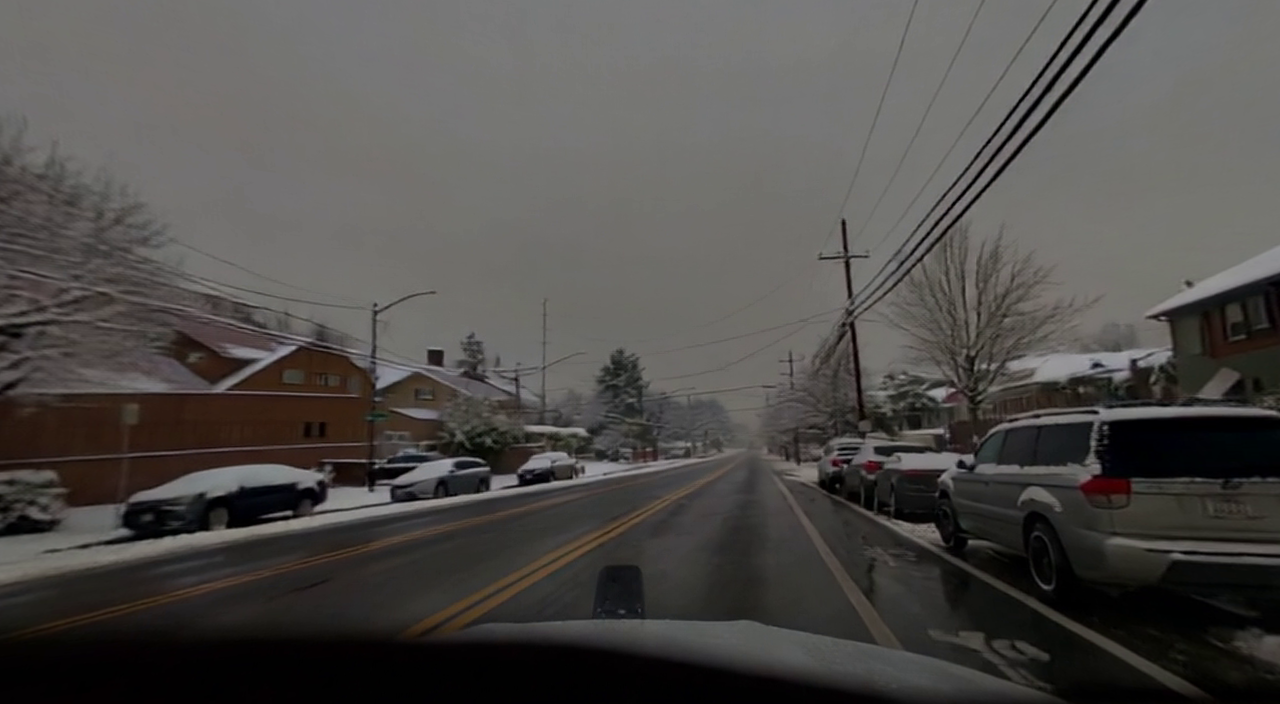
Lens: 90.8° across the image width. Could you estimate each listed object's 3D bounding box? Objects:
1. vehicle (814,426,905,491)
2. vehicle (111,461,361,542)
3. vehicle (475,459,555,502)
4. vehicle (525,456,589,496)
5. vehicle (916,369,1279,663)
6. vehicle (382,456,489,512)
[{"bbox_3d":[8.196,4.021,24.218,2.330,2.160,5.550,-2,-9,9],"label":"vehicle"},{"bbox_3d":[-9.429,3.507,15.493,2.136,1.431,5.197,-7,-11,10],"label":"vehicle"},{"bbox_3d":[-6.185,6.422,32.117,2.089,1.837,5.499,-2,-9,10],"label":"vehicle"},{"bbox_3d":[-4.867,7.389,37.992,2.282,2.060,5.738,-2,-9,9],"label":"vehicle"},{"bbox_3d":[4.895,1.433,6.778,2.199,1.885,5.461,-2,-9,10],"label":"vehicle"},{"bbox_3d":[-7.626,4.926,24.059,1.937,1.837,4.414,-2,-9,11],"label":"vehicle"}]
